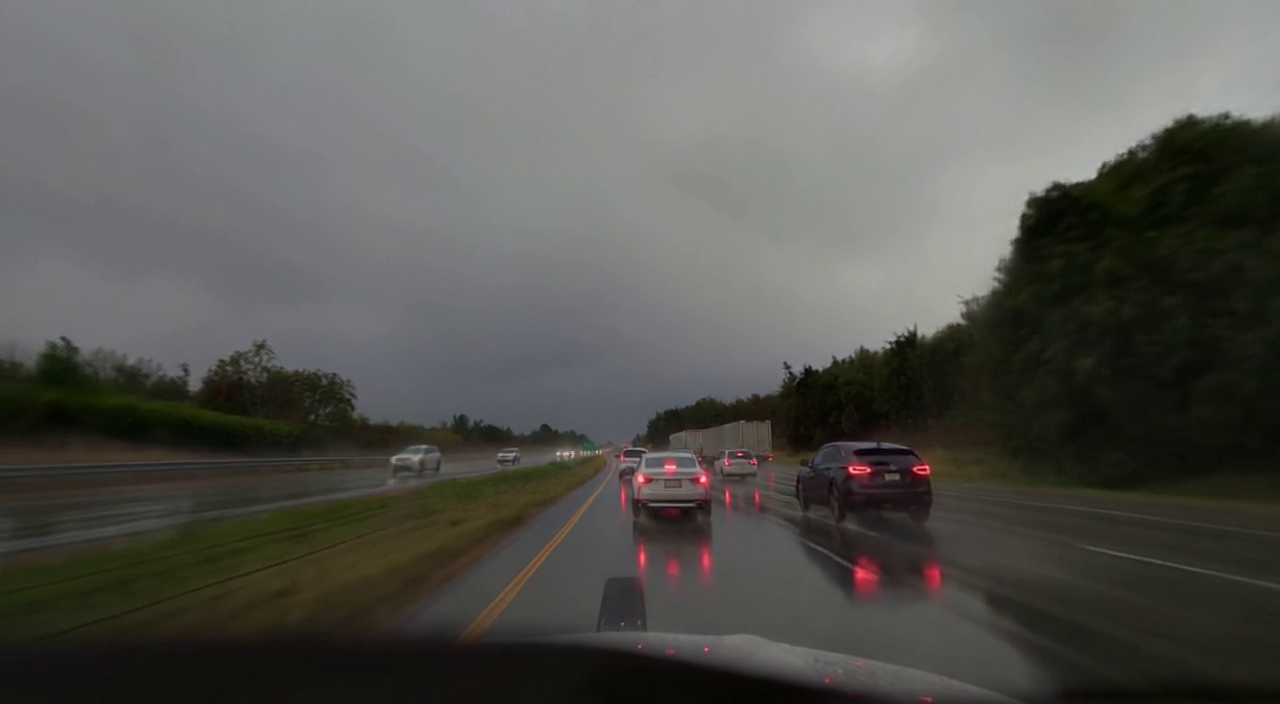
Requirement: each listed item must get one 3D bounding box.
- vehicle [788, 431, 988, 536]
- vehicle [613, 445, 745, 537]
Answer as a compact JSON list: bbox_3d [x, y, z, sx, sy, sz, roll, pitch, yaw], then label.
[{"bbox_3d":[4.546,2.474,12.490,1.998,1.657,4.604,0,-9,-1],"label":"vehicle"},{"bbox_3d":[0.589,2.494,11.870,2.094,1.426,3.725,0,-9,-1],"label":"vehicle"}]
